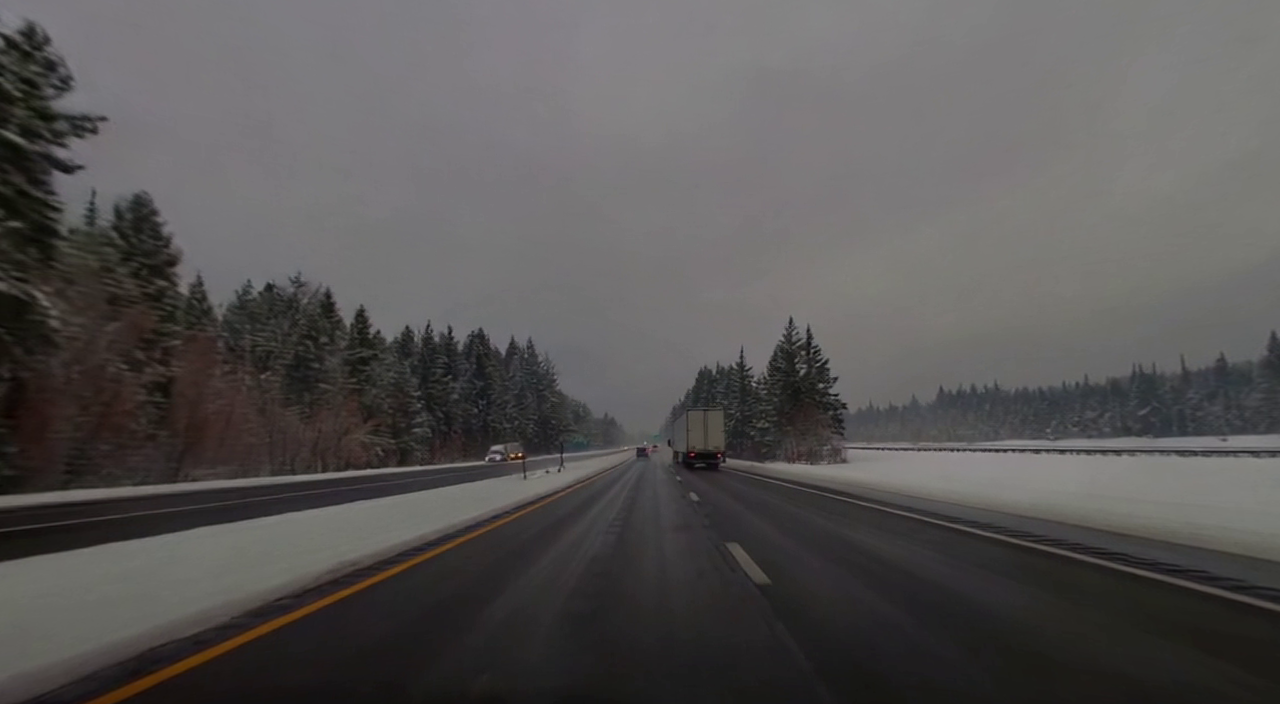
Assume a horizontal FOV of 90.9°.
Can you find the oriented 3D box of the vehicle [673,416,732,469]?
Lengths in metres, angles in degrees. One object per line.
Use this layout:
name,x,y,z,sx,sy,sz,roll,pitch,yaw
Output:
vehicle,4.344,6.678,46.089,2.983,3.414,10.378,0,-9,-1
